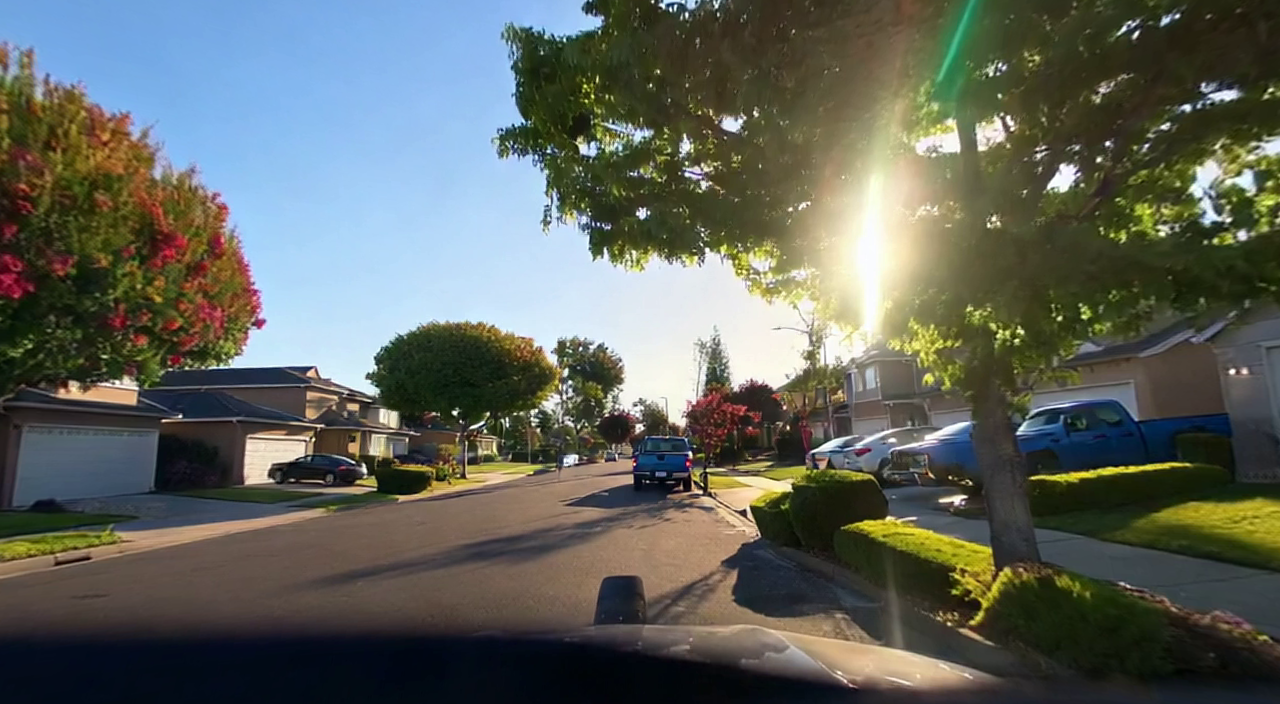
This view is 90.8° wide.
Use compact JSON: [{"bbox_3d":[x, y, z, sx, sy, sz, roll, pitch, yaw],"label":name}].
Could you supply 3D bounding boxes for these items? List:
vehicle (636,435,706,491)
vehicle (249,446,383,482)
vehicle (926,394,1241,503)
[{"bbox_3d":[1.259,4.502,26.103,2.552,2.024,5.414,-1,-8,3],"label":"vehicle"},{"bbox_3d":[-14.334,4.951,28.175,4.916,1.485,1.807,0,-9,-3],"label":"vehicle"},{"bbox_3d":[8.407,1.887,12.368,4.554,1.515,1.858,-6,-9,3],"label":"vehicle"}]
